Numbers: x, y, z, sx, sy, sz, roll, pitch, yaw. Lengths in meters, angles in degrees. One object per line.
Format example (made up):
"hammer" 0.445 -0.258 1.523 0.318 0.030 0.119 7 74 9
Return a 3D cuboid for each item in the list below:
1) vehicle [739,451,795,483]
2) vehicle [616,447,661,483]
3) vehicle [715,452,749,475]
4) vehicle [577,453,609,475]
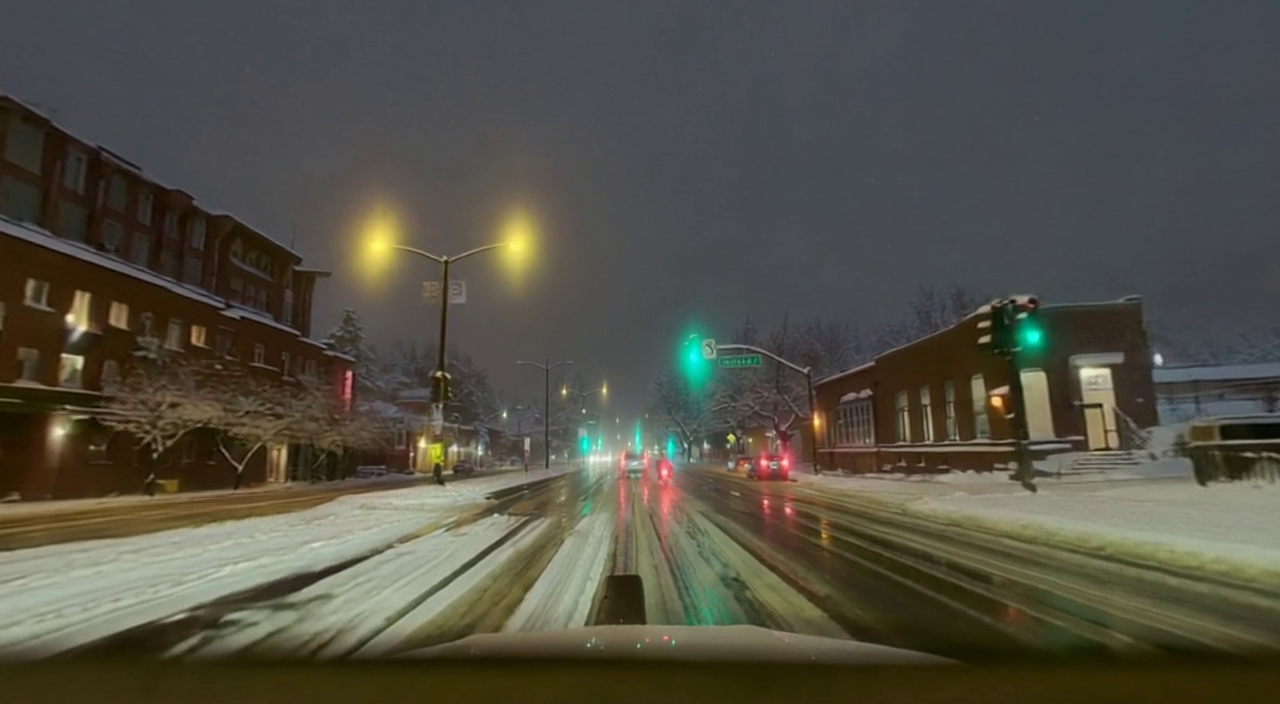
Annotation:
"vehicle" 6.756 6.143 34.016 2.069 1.590 4.066 0 -8 -1
"vehicle" -0.116 5.913 33.410 2.223 1.775 4.250 0 -8 -2
"vehicle" 6.837 8.298 47.335 1.785 1.586 3.896 0 -8 -2
"vehicle" -3.412 8.275 46.701 2.014 1.470 4.552 0 -8 -1
